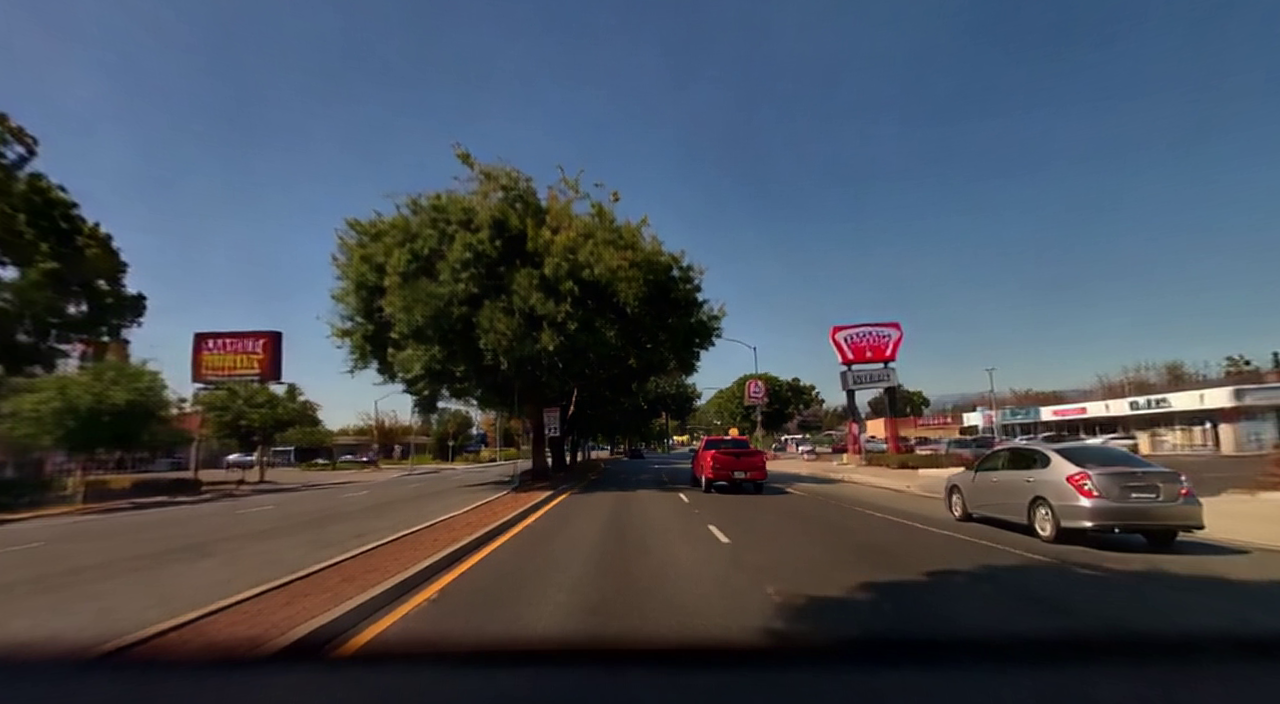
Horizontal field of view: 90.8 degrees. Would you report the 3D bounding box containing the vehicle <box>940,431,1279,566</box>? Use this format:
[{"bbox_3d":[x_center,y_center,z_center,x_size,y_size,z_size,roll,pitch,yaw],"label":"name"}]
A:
[{"bbox_3d":[6.476,1.965,9.216,1.986,1.480,4.296,0,-9,-1],"label":"vehicle"}]

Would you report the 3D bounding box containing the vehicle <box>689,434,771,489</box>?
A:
[{"bbox_3d":[3.094,3.913,22.850,2.214,1.749,4.998,0,-9,0],"label":"vehicle"}]

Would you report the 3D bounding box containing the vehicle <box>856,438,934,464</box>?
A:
[{"bbox_3d":[17.672,6.907,43.984,4.466,1.707,2.092,0,-9,-1],"label":"vehicle"}]
